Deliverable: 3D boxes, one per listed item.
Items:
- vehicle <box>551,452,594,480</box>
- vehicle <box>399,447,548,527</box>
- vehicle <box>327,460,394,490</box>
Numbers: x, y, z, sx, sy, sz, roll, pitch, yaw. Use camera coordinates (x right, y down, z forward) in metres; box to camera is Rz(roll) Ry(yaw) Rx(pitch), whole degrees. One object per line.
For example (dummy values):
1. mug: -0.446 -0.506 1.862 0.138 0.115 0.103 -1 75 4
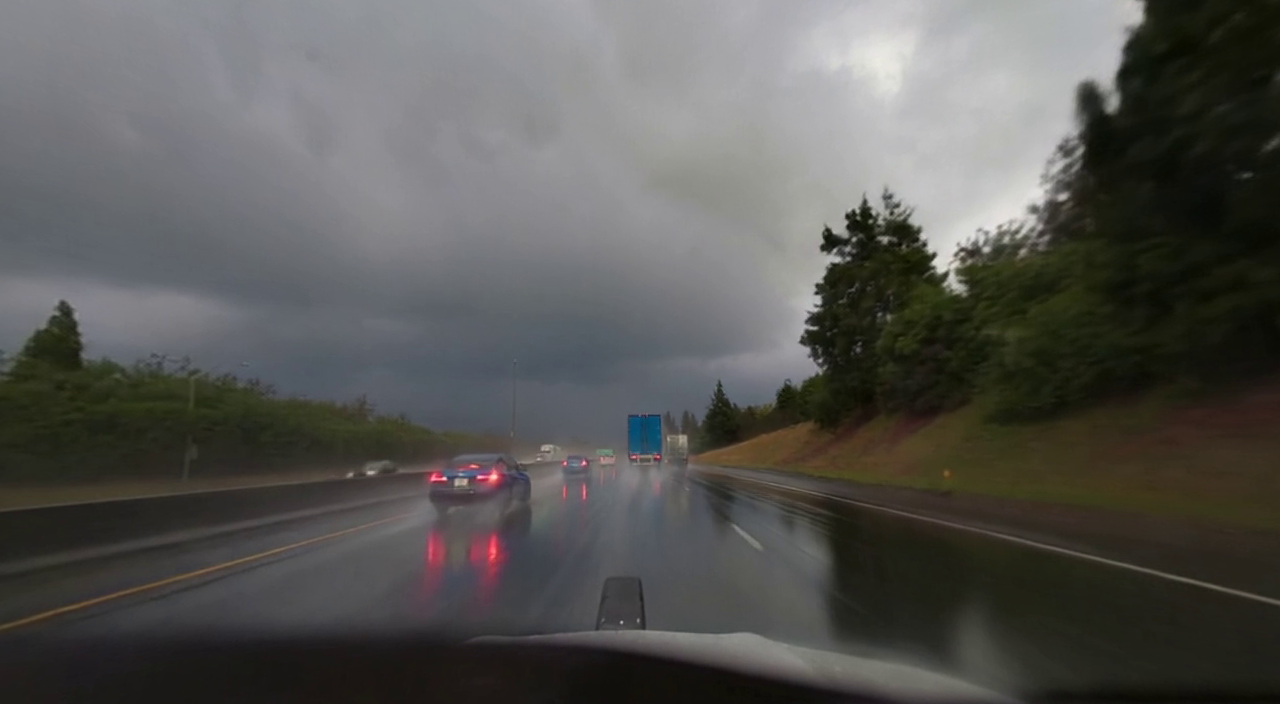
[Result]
1. vehicle: -3.856 6.598 36.831 2.051 1.537 4.111 0 -9 0
2. vehicle: -3.499 2.936 14.379 2.053 1.489 4.740 0 -9 1
3. vehicle: -15.489 6.806 35.187 1.759 1.453 4.224 0 -9 0
